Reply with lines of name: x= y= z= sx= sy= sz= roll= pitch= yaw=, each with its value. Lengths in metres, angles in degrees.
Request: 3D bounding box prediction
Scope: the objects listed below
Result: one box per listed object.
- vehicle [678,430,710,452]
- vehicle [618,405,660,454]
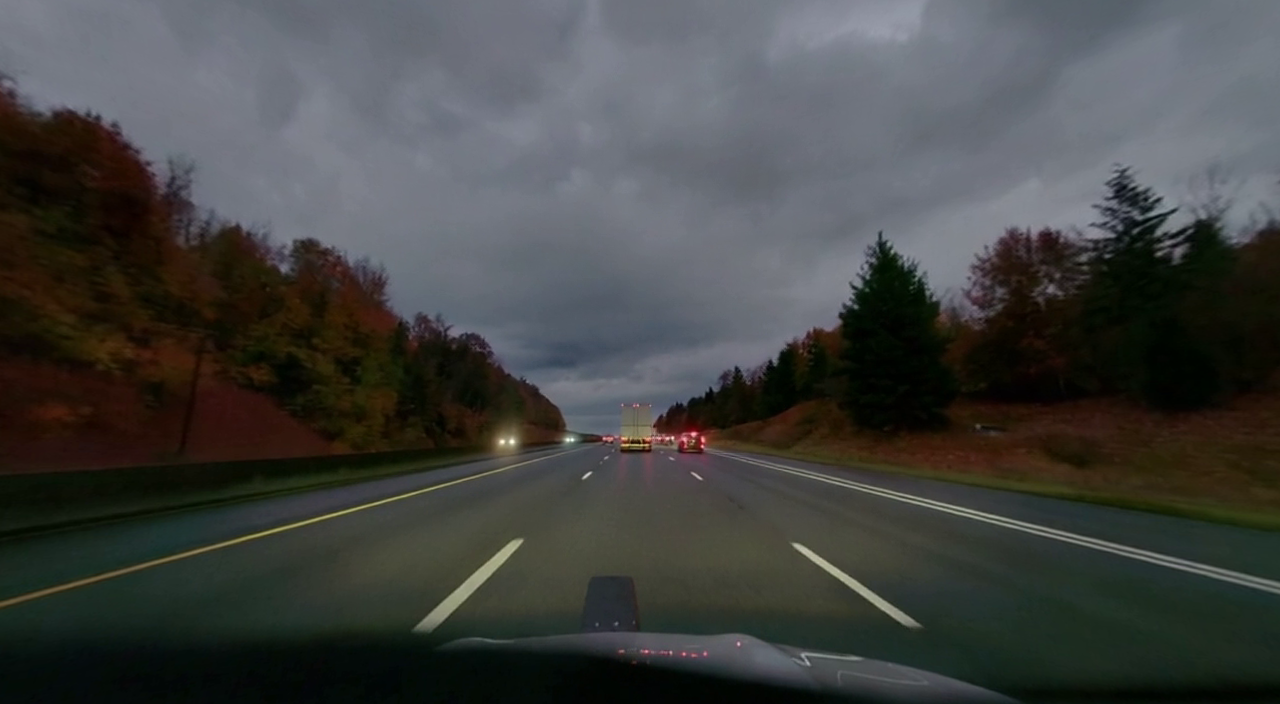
vehicle: x=3.963 y=6.630 z=46.750 sx=1.959 sy=1.571 sz=3.876 roll=0 pitch=-8 yaw=-2
vehicle: x=-0.185 y=5.224 z=42.049 sx=2.631 sy=2.957 sz=6.512 roll=0 pitch=-8 yaw=-2
